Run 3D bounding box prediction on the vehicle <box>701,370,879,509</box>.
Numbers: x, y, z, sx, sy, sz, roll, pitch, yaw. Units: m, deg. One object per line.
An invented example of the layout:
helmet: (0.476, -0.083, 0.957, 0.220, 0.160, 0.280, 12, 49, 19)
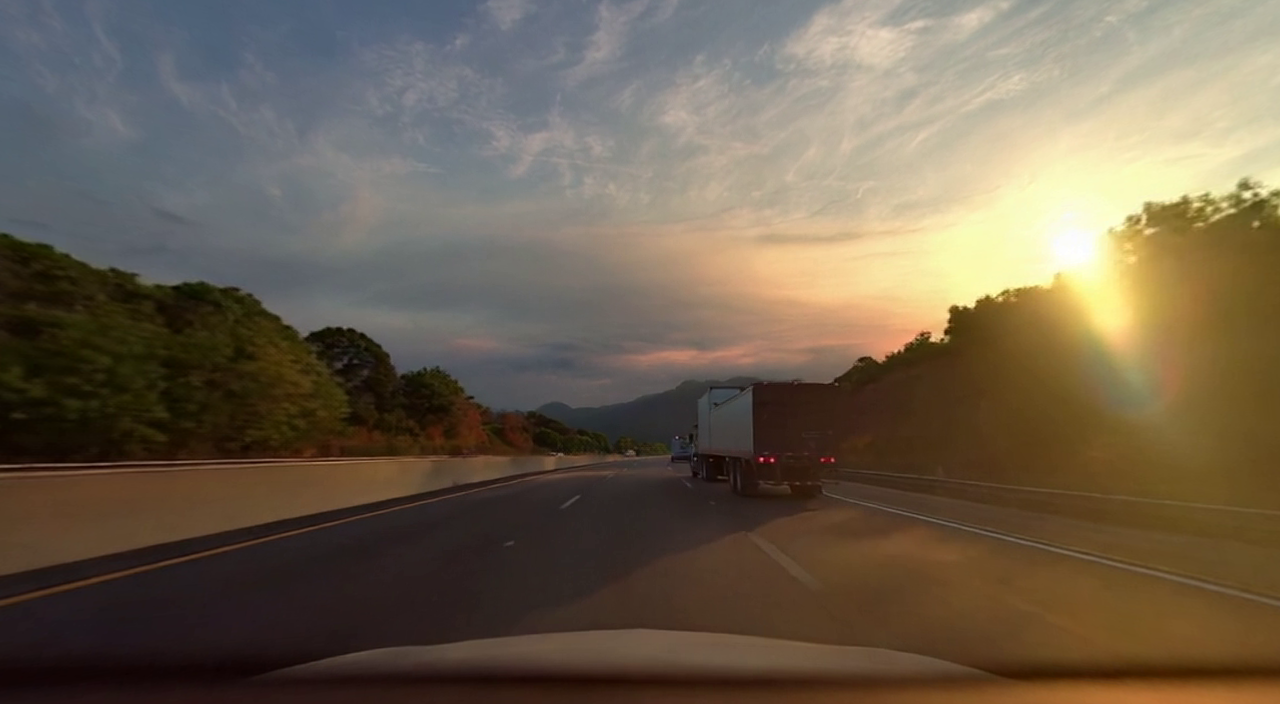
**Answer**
vehicle: (4.363, 3.242, 22.633, 2.868, 3.427, 14.032, 0, -9, 0)
